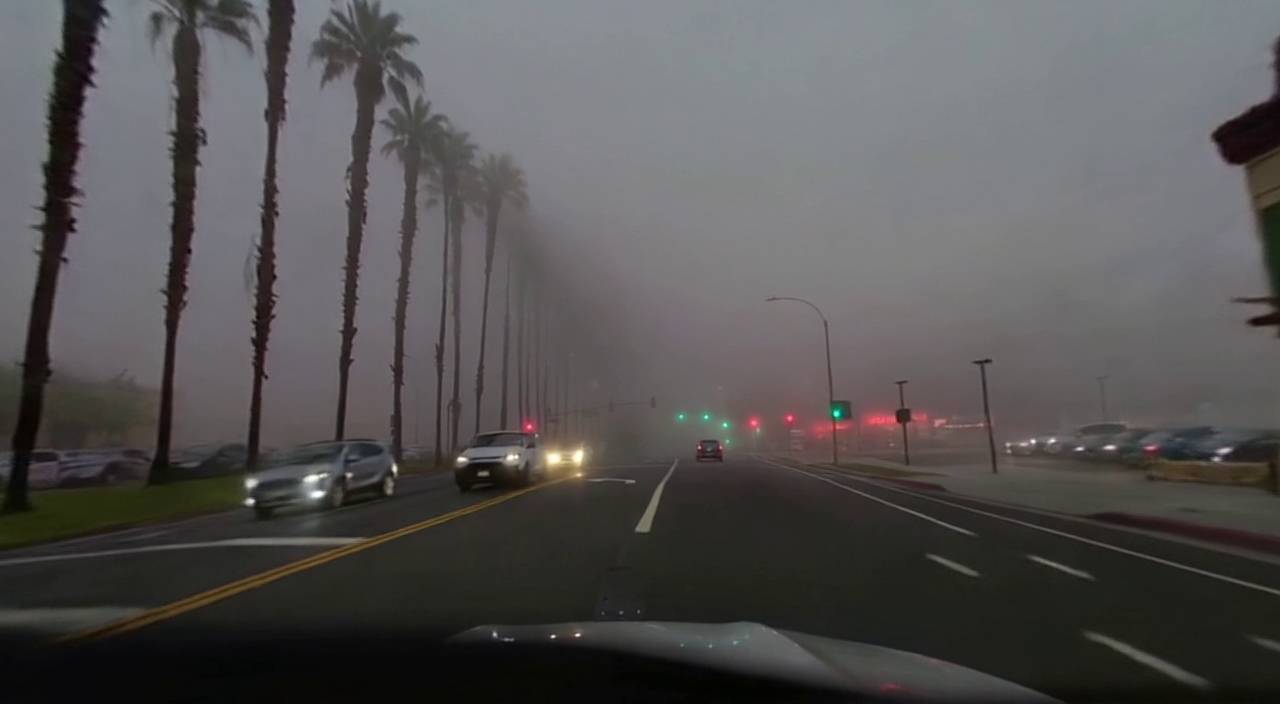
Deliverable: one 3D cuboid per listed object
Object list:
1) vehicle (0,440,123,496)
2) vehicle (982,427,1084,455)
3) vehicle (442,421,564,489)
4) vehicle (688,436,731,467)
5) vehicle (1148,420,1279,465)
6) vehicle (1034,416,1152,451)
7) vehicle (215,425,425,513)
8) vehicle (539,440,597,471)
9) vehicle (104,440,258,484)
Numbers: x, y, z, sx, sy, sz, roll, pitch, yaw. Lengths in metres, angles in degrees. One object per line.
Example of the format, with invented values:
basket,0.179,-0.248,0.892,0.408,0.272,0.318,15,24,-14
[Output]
vehicle,-20.328,3.836,20.885,4.498,1.729,2.102,-1,-9,2
vehicle,23.077,5.243,37.123,2.028,1.556,4.625,4,-9,-27
vehicle,-4.395,3.465,21.483,2.551,1.995,5.615,-1,-8,4
vehicle,3.595,5.200,33.129,2.065,1.507,4.225,-1,-8,4
vehicle,19.802,3.012,20.924,4.140,1.422,1.869,0,-8,2
vehicle,26.562,4.851,37.117,2.308,1.868,4.999,4,-9,-25
vehicle,-8.351,3.104,17.403,2.328,1.976,5.915,-1,-8,5
vehicle,-3.660,5.359,32.873,2.090,1.489,4.909,-1,-8,5
vehicle,-19.593,4.700,27.018,5.050,1.758,2.134,-1,-9,5
